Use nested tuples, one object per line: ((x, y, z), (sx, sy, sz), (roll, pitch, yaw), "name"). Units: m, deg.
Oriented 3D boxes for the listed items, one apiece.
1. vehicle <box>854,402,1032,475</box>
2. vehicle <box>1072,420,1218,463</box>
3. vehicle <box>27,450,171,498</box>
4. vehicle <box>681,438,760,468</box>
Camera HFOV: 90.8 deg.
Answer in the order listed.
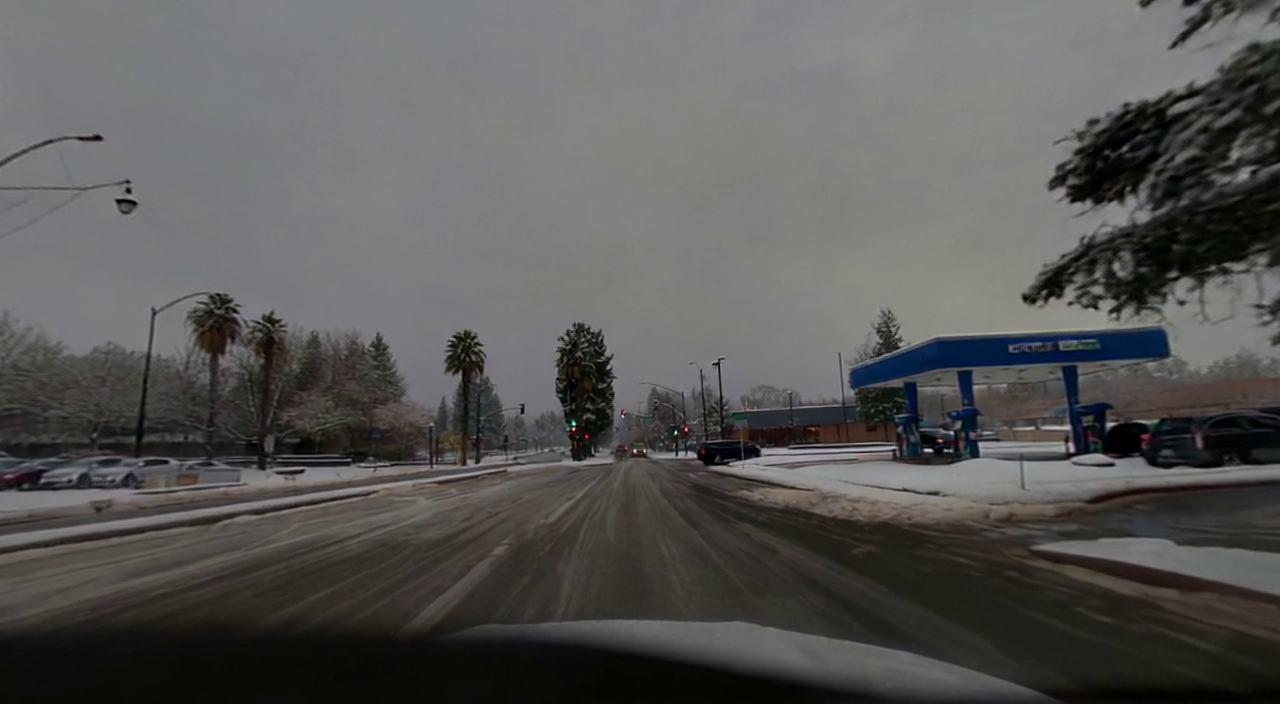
((13.309, 4.040, 29.275), (2.944, 2.783, 10.332), (0, -8, -1), "vehicle")
((21.576, 3.833, 27.103), (4.578, 1.756, 2.042), (1, -8, -4), "vehicle")
((-25.765, 5.786, 30.219), (5.056, 1.839, 1.957), (-3, -6, -1), "vehicle")
((6.087, 7.465, 47.119), (2.703, 2.082, 6.059), (-8, -12, 44), "vehicle")
